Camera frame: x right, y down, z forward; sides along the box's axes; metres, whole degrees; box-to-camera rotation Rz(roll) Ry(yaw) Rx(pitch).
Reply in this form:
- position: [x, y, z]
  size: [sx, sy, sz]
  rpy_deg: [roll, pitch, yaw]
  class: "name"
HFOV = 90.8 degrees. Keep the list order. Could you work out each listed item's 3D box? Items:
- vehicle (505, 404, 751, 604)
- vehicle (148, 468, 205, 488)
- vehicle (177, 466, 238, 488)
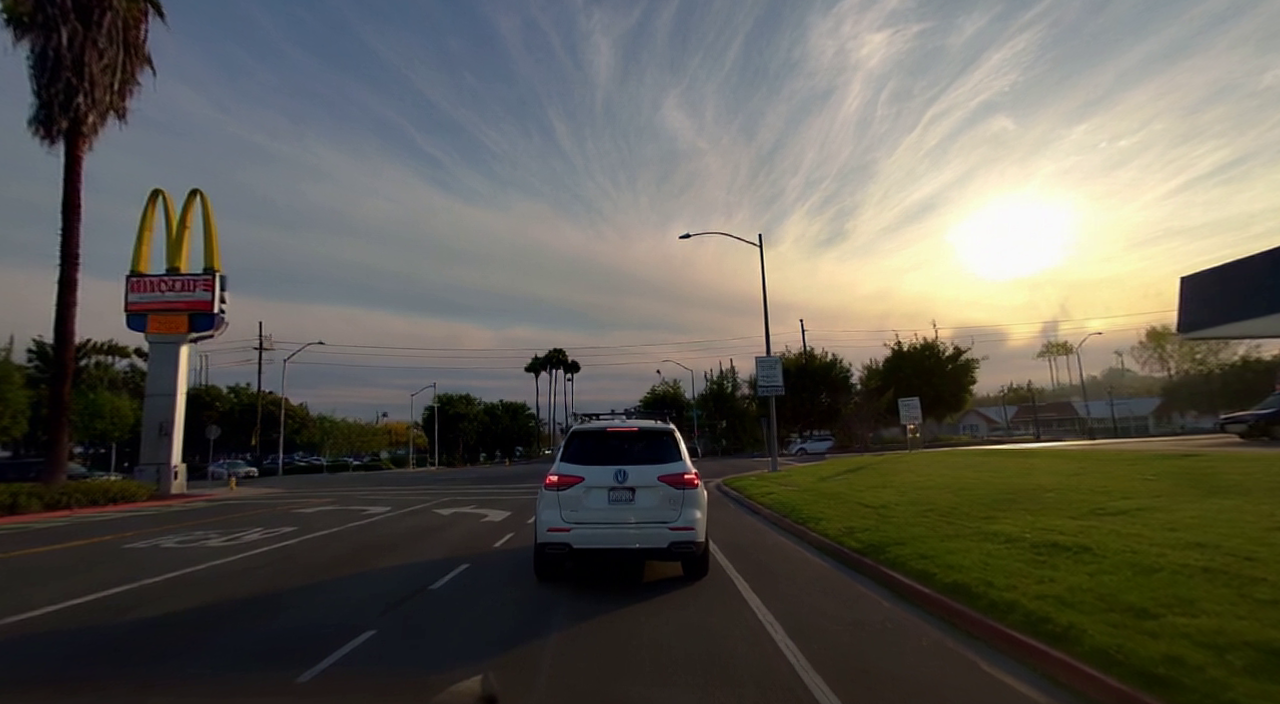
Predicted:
- position: [-0.144, 1.622, 7.565]
  size: [2.137, 1.728, 3.926]
  rpy_deg: [0, -9, -1]
  class: "vehicle"
- position: [-35.570, 9.666, 48.578]
  size: [1.641, 1.375, 3.640]
  rpy_deg: [0, -9, 0]
  class: "vehicle"
- position: [-33.262, 9.604, 48.718]
  size: [1.792, 1.439, 3.952]
  rpy_deg: [-1, -9, 3]
  class: "vehicle"
